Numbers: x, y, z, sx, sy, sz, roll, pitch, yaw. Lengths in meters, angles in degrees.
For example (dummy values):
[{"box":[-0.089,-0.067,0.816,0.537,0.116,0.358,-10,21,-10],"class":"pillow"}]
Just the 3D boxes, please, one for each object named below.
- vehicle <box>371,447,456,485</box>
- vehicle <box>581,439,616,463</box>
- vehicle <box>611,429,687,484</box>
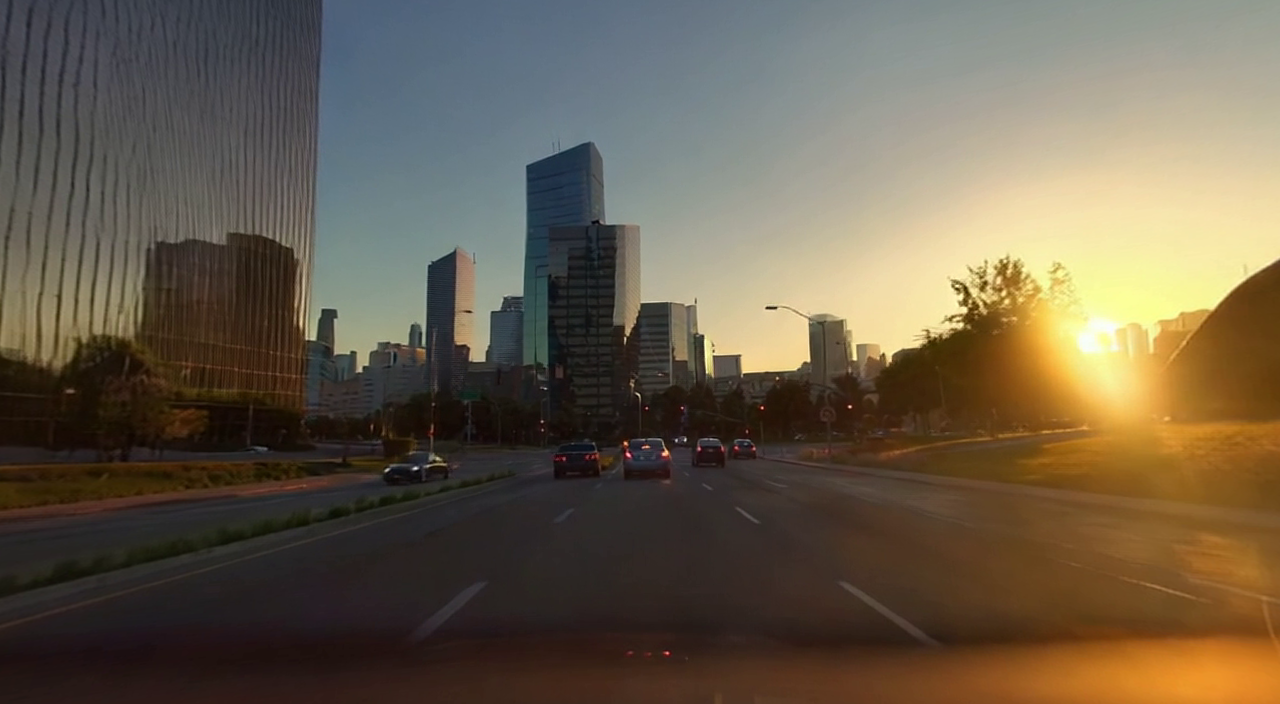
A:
[{"box":[-10.097,5.091,28.476,1.967,1.552,4.536,0,-9,3],"class":"vehicle"},{"box":[-2.850,7.003,44.494,2.103,1.569,3.861,0,-9,2],"class":"vehicle"},{"box":[0.307,3.930,23.838,2.601,1.878,4.535,0,-9,0],"class":"vehicle"}]
